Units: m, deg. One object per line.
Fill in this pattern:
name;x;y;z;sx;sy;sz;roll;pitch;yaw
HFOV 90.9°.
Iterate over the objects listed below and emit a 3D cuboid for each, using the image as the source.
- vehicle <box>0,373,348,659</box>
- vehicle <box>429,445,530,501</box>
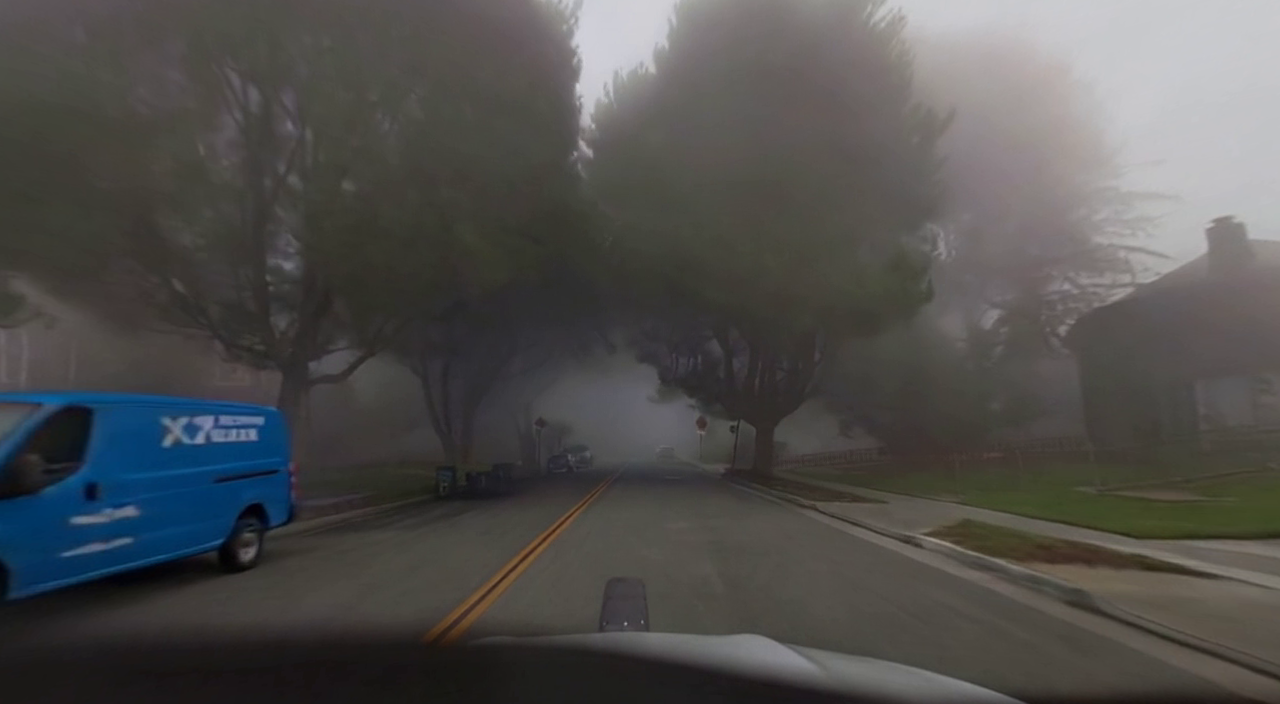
vehicle;-5.666;1.518;6.893;2.315;2.008;5.343;0;-8;1
vehicle;-4.988;3.805;20.309;2.038;1.571;4.524;0;-8;0
